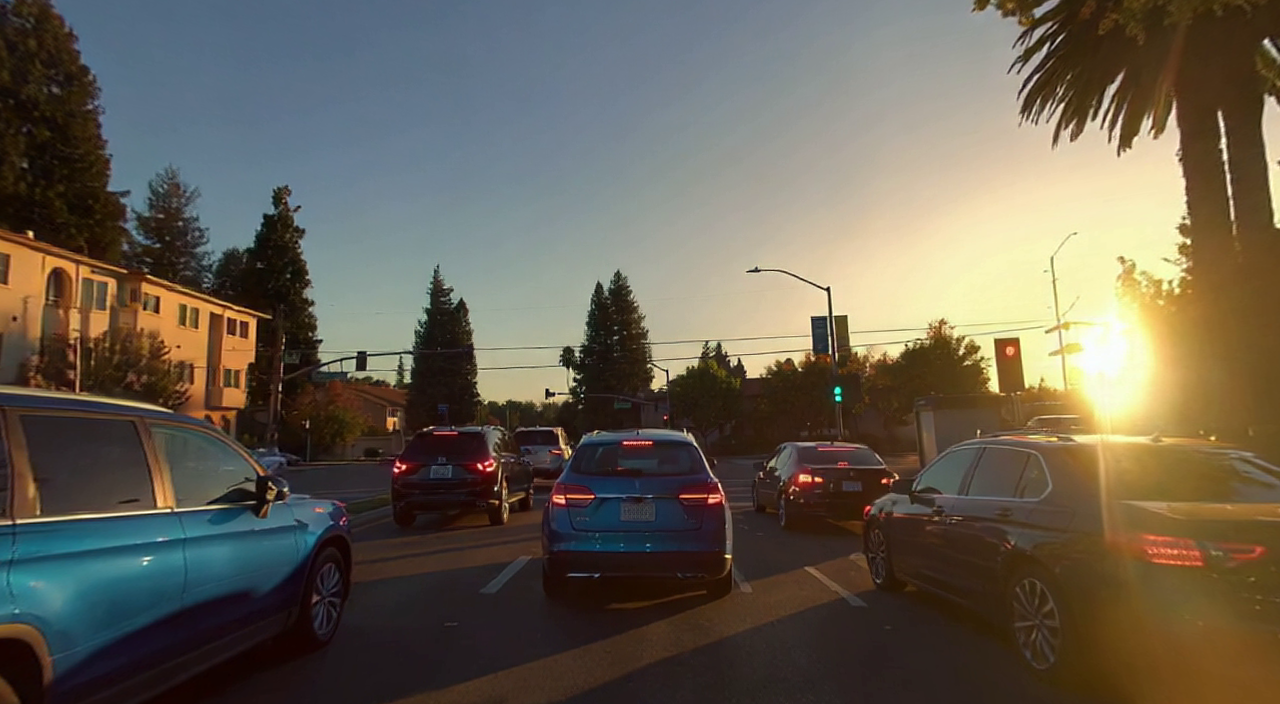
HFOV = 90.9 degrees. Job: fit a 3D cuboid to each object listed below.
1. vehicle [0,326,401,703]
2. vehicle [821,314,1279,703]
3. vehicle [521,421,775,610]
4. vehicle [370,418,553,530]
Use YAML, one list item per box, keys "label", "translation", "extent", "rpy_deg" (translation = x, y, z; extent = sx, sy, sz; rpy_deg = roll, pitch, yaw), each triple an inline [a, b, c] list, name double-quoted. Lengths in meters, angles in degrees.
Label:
- label: "vehicle"
  translation: [-3.121, 0.958, 3.295]
  extent: [1.982, 1.721, 4.261]
  rpy_deg: [0, -8, 1]
- label: "vehicle"
  translation: [3.220, 1.105, 4.738]
  extent: [2.141, 1.833, 4.704]
  rpy_deg: [0, -8, -2]
- label: "vehicle"
  translation: [0.025, 1.600, 7.072]
  extent: [2.021, 1.490, 3.948]
  rpy_deg: [0, -8, -1]
- label: "vehicle"
  translation: [-3.183, 2.298, 12.445]
  extent: [2.117, 1.772, 4.619]
  rpy_deg: [0, -8, 2]
